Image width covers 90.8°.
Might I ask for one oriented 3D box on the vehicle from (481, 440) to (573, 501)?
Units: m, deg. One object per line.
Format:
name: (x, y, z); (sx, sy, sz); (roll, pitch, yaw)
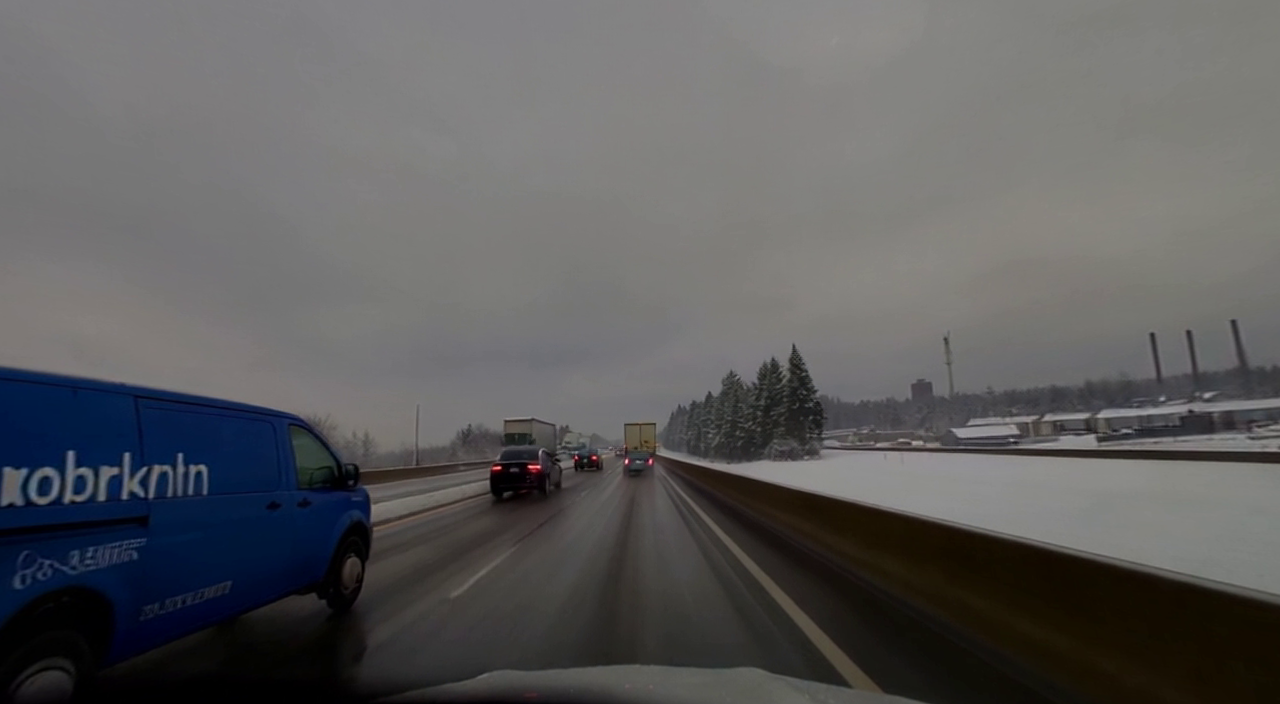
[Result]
vehicle: (-3.223, 3.458, 18.802); (1.937, 1.600, 4.141); (0, -9, 1)

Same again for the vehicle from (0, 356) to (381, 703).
vehicle: (-3.300, 1.017, 3.145); (2.117, 1.688, 4.582); (0, -9, -1)

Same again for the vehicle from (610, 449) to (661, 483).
vehicle: (-0.218, 5.012, 28.024); (2.095, 1.393, 3.908); (0, -9, -1)
